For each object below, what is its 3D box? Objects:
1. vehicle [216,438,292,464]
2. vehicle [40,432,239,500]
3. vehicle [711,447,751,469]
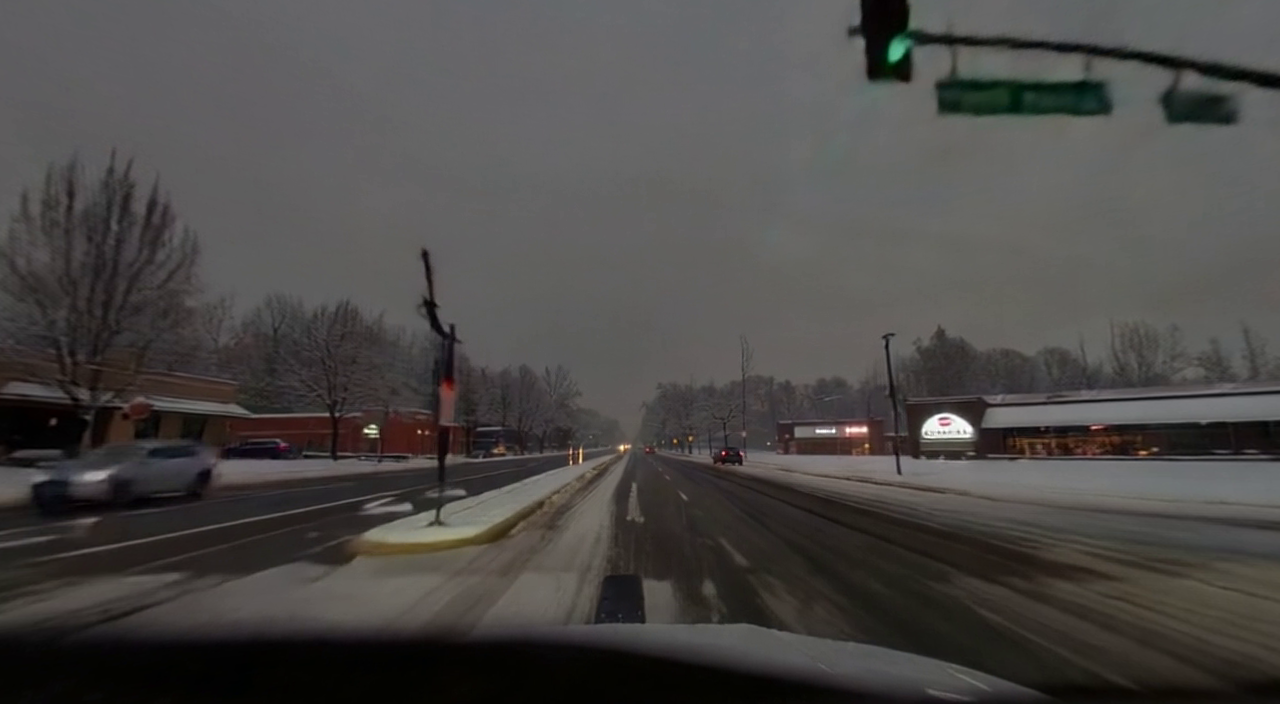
[{"bbox_3d":[-29.851,7.706,49.135,2.207,1.863,5.860,0,-9,0],"label":"vehicle"},{"bbox_3d":[-14.956,3.424,19.395,2.036,1.787,4.985,0,-9,-1],"label":"vehicle"},{"bbox_3d":[6.180,7.265,43.504,1.916,1.437,4.327,1,-9,-2],"label":"vehicle"}]
